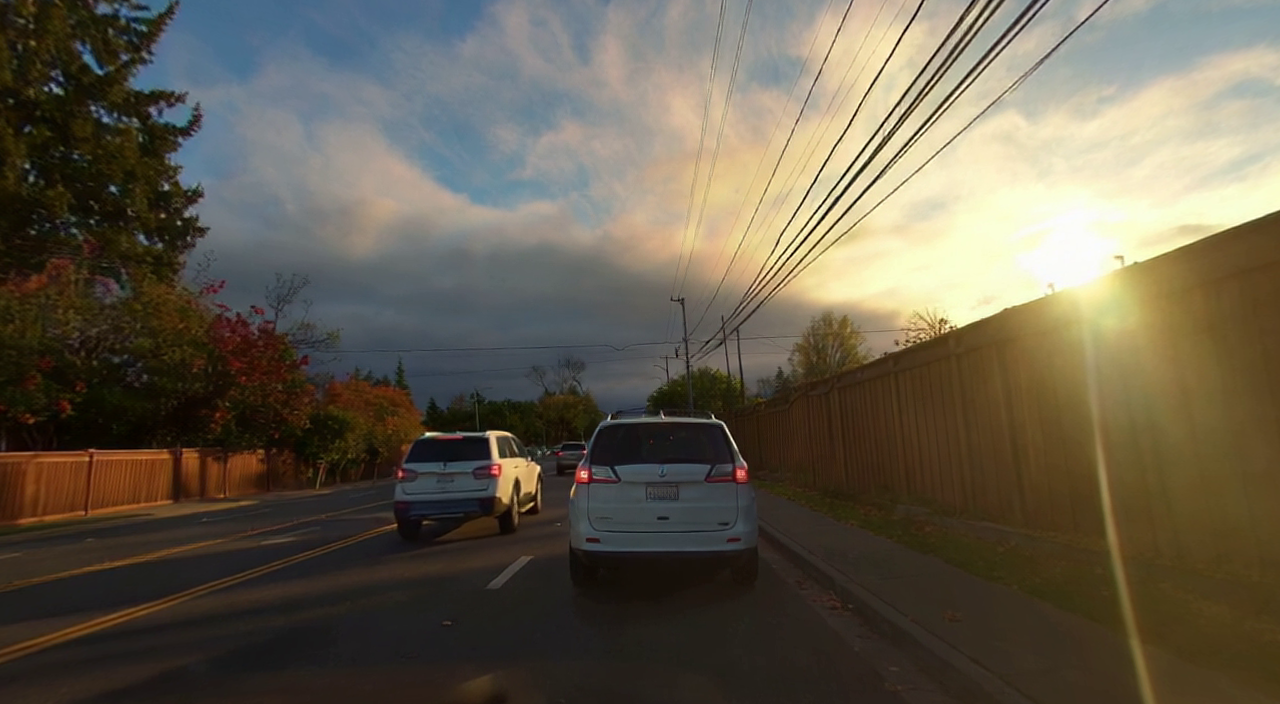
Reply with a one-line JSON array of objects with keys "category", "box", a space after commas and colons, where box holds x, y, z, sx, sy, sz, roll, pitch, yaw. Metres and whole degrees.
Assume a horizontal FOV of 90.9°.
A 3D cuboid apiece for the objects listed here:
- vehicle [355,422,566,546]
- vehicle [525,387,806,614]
[{"category": "vehicle", "box": [-2.716, 2.144, 10.942, 2.176, 1.653, 4.666, 0, -9, 2]}, {"category": "vehicle", "box": [0.195, 1.461, 7.028, 2.174, 1.749, 4.113, 0, -9, 0]}]
